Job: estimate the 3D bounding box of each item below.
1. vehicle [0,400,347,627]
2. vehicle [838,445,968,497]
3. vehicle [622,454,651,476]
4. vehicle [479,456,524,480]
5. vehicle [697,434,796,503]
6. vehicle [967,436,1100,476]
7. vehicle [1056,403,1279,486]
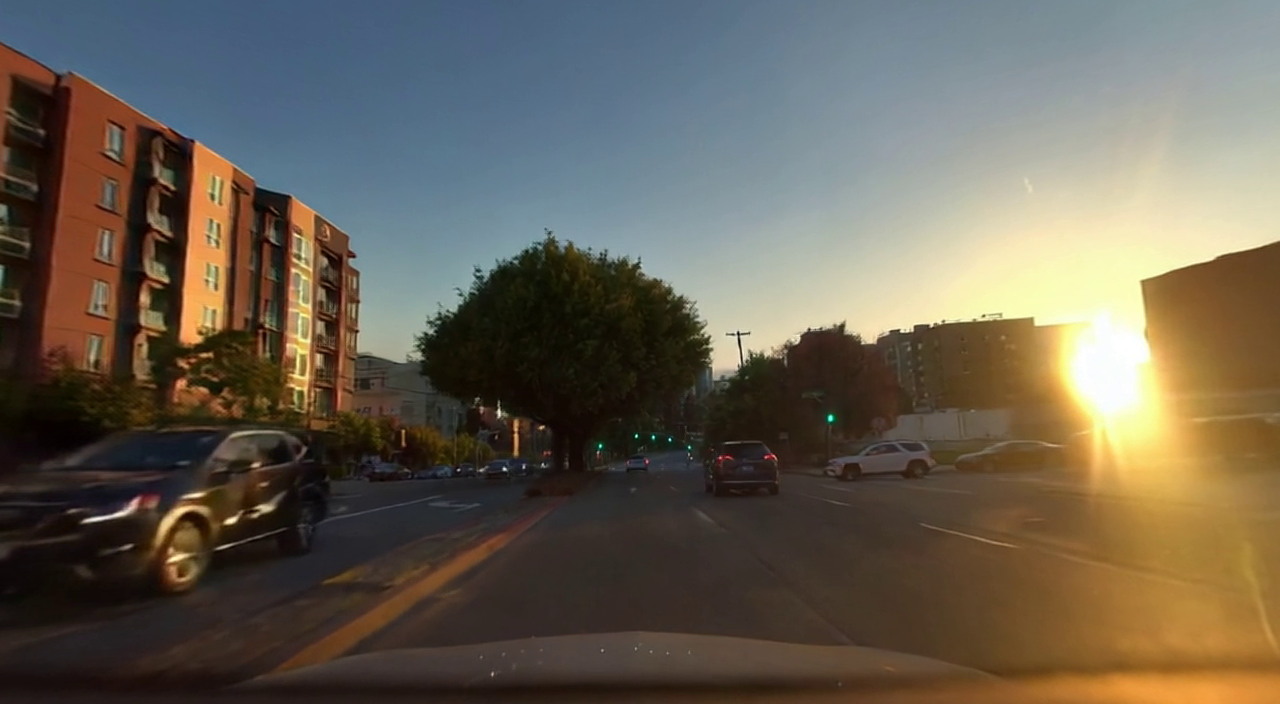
[{"bbox_3d":[-5.500,1.662,7.503,2.080,1.857,4.456,0,-8,-3],"label":"vehicle"},{"bbox_3d":[8.639,3.921,21.361,1.940,1.512,5.129,0,-8,-3],"label":"vehicle"},{"bbox_3d":[-0.292,8.492,47.785,2.059,1.492,4.033,0,-8,-2],"label":"vehicle"},{"bbox_3d":[-9.286,7.780,42.567,1.905,1.451,4.425,-1,-8,2],"label":"vehicle"},{"bbox_3d":[3.108,3.536,19.640,2.129,1.844,4.767,0,-8,-1],"label":"vehicle"},{"bbox_3d":[16.924,4.469,27.308,4.612,1.632,1.858,1,-8,-6],"label":"vehicle"},{"bbox_3d":[16.384,2.935,19.819,2.519,2.191,5.821,0,-9,-2],"label":"vehicle"}]
